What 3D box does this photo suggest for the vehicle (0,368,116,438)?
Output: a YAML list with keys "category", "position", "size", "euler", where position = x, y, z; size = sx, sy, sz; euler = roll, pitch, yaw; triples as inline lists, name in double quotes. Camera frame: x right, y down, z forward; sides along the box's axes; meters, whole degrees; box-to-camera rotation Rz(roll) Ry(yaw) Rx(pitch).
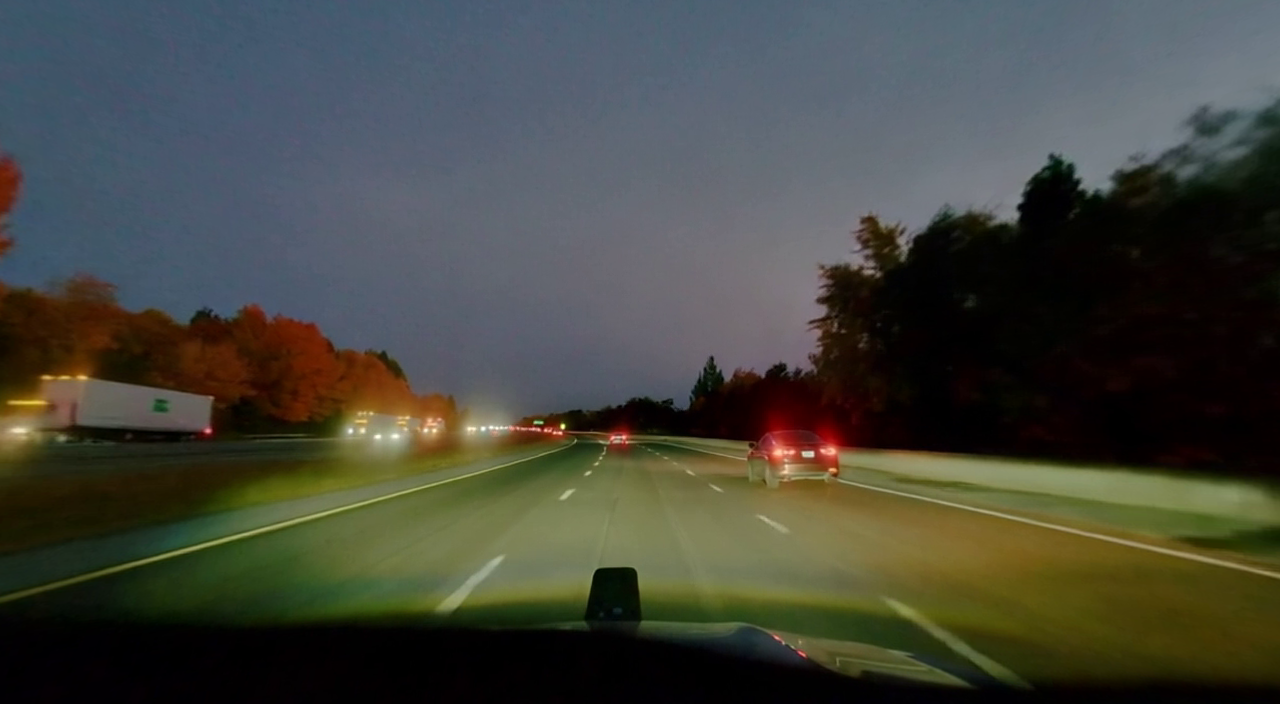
- category: "vehicle"
  position: [-39.154, 3.460, 41.136]
  size: [3.263, 4.186, 6.909]
  euler: [0, -7, 3]
